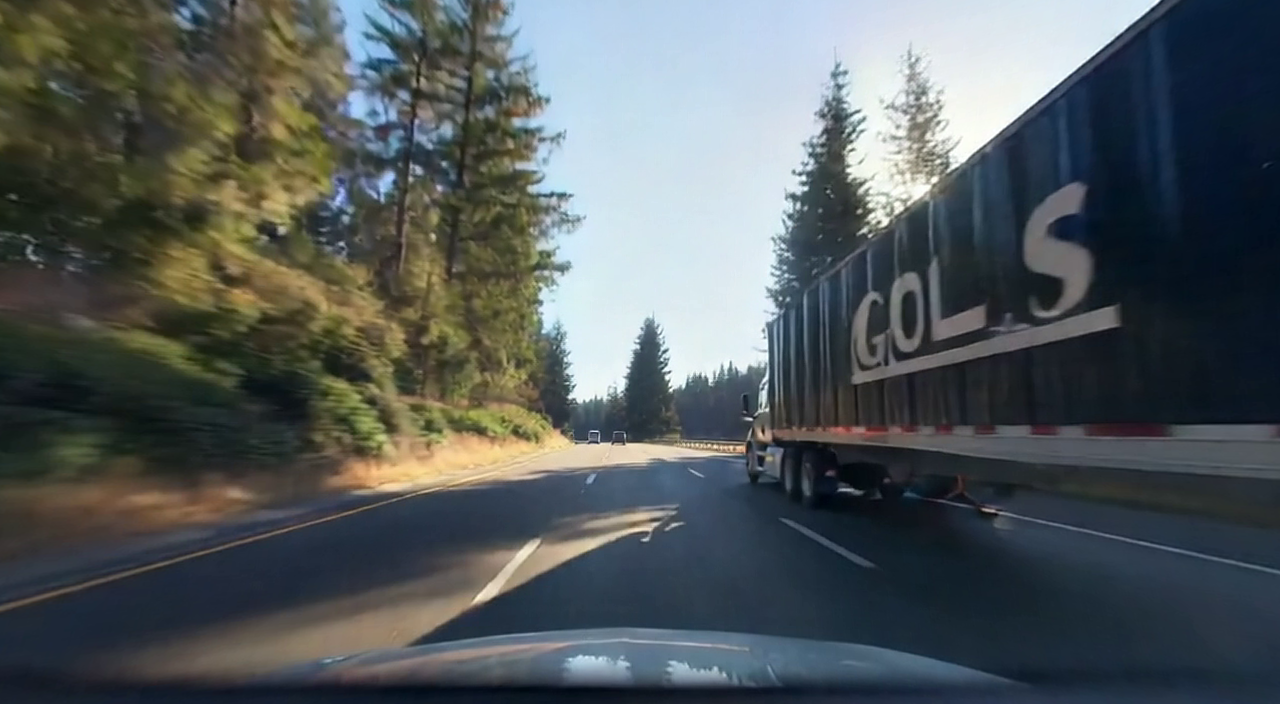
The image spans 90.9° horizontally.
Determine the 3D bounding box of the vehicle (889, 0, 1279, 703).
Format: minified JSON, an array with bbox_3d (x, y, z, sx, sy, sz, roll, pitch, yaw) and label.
[{"bbox_3d":[4.560,-0.274,2.916,2.932,4.022,8.803,0,-8,-2],"label":"vehicle"}]
